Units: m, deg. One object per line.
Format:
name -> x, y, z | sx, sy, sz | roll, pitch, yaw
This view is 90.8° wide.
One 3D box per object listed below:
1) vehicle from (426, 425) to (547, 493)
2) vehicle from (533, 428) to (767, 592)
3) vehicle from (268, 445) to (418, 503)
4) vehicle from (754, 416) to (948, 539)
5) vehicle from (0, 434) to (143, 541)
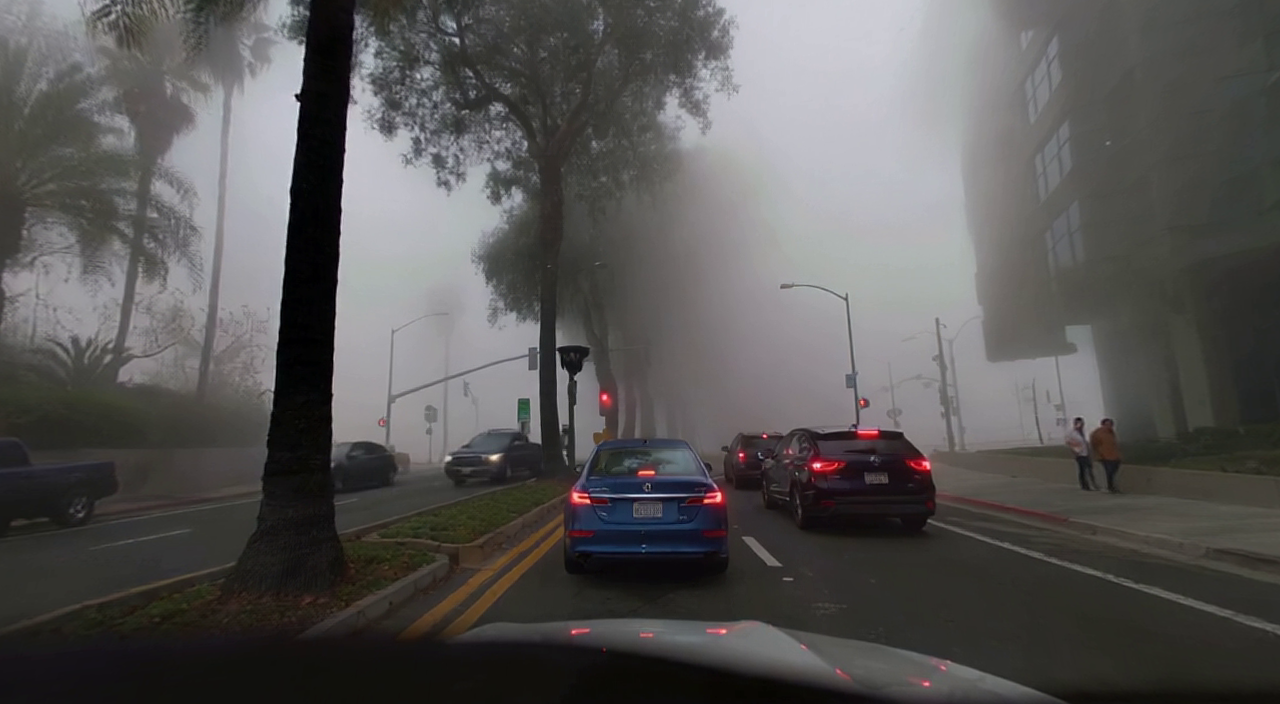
vehicle -> -4.714, 3.384, 20.253 | 2.068, 1.811, 4.910 | -3, -9, 8
vehicle -> 0.134, 1.716, 7.718 | 2.088, 1.452, 3.993 | 0, -8, 1
vehicle -> -8.335, 3.442, 18.319 | 1.898, 1.439, 4.540 | -1, -8, 4
vehicle -> 3.404, 2.111, 11.241 | 2.003, 1.733, 4.319 | 0, -8, 1
vehicle -> -13.051, 2.720, 12.288 | 2.240, 1.964, 5.707 | -6, -8, 0
